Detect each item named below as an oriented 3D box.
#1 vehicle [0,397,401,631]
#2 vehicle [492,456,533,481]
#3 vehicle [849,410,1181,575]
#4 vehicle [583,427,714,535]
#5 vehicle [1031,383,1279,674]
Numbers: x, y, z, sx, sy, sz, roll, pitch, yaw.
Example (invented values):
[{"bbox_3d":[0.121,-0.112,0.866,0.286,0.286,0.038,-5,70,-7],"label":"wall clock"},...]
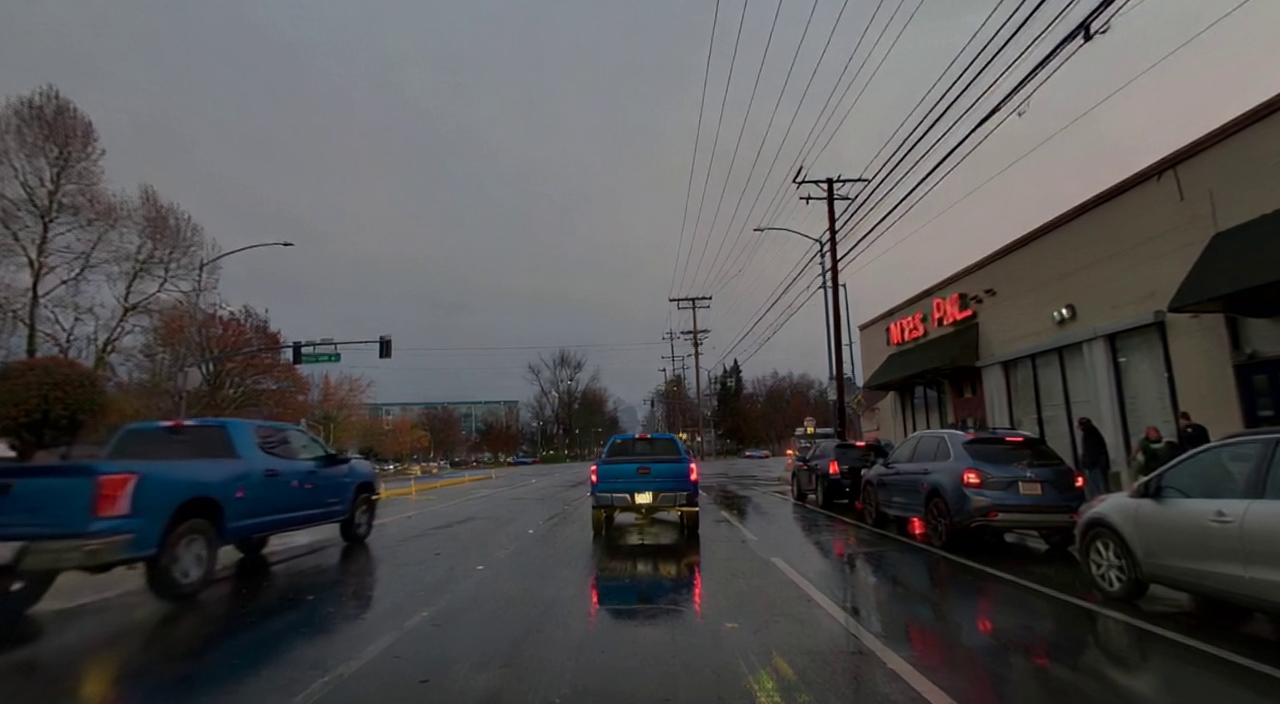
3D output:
[{"bbox_3d":[-5.168,1.622,7.495,2.140,1.768,5.092,-1,-9,7],"label":"vehicle"},{"bbox_3d":[-9.048,8.288,45.079,1.968,1.654,4.292,0,-9,1],"label":"vehicle"},{"bbox_3d":[4.933,1.911,9.408,2.007,1.786,4.870,0,-9,1],"label":"vehicle"},{"bbox_3d":[0.153,2.421,12.453,2.089,1.699,4.650,0,-9,0],"label":"vehicle"},{"bbox_3d":[4.906,1.089,3.892,2.014,1.755,4.520,0,-9,0],"label":"vehicle"}]
